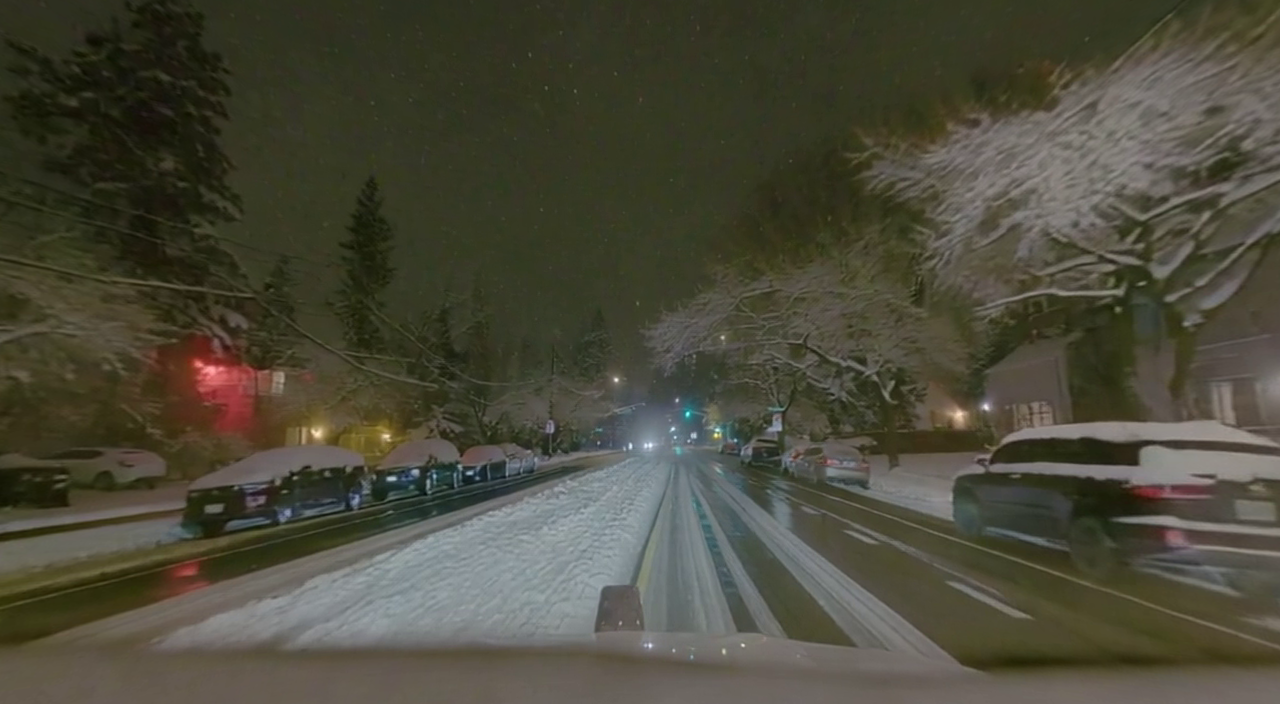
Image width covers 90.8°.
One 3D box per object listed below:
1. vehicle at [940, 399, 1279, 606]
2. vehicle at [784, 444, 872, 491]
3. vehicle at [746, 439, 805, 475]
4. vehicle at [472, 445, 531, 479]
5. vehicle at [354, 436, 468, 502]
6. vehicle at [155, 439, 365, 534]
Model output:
[{"bbox_3d":[6.064,1.714,8.156,2.215,1.886,4.577,0,-8,2],"label":"vehicle"},{"bbox_3d":[6.553,4.040,22.606,1.908,1.477,4.920,0,-8,3],"label":"vehicle"},{"bbox_3d":[6.647,5.169,31.411,2.155,1.668,4.425,0,-8,3],"label":"vehicle"},{"bbox_3d":[-7.716,6.151,35.581,2.135,1.744,4.340,0,-8,3],"label":"vehicle"},{"bbox_3d":[-8.420,4.305,23.801,2.225,2.037,5.158,-4,-8,2],"label":"vehicle"},{"bbox_3d":[-8.862,3.171,15.378,2.117,1.865,4.570,-3,-10,2],"label":"vehicle"}]
